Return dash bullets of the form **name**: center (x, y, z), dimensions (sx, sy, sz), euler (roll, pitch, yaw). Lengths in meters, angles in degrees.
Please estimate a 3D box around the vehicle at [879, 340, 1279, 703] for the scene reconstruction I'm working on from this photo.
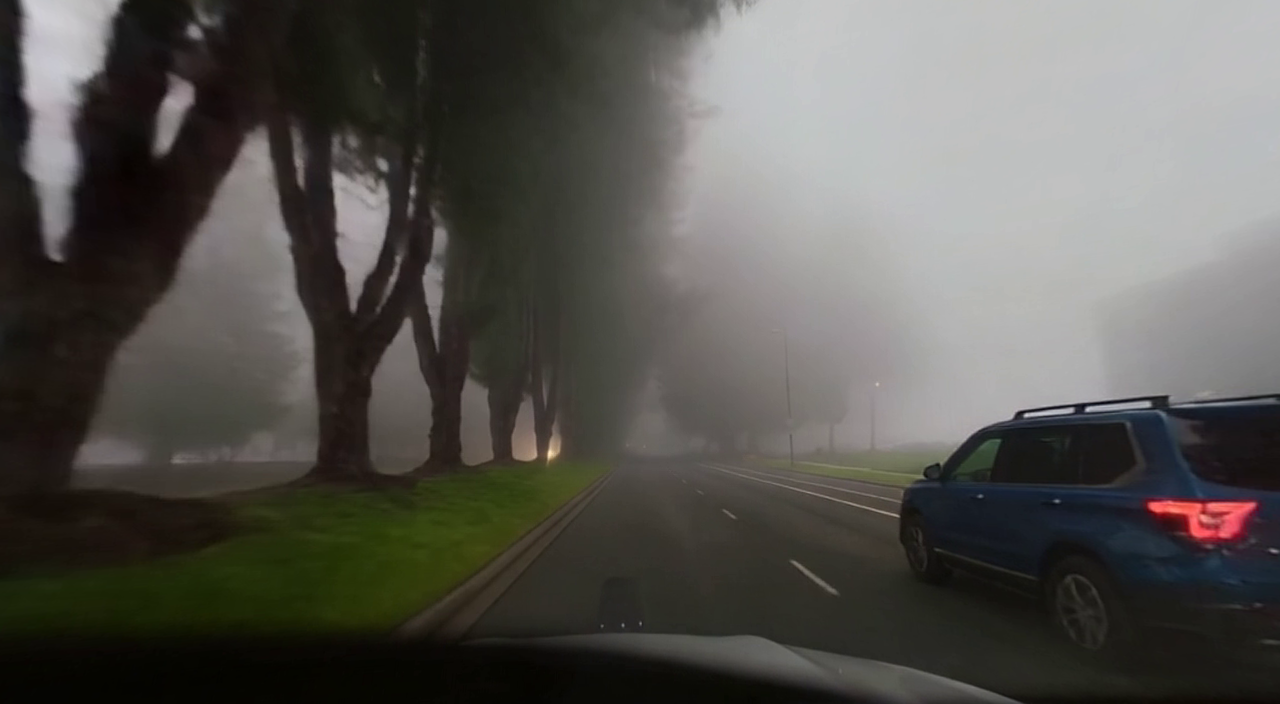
- **vehicle**: center (3.632, 1.081, 4.171), dimensions (2.087, 1.759, 5.040), euler (0, -8, 0)
